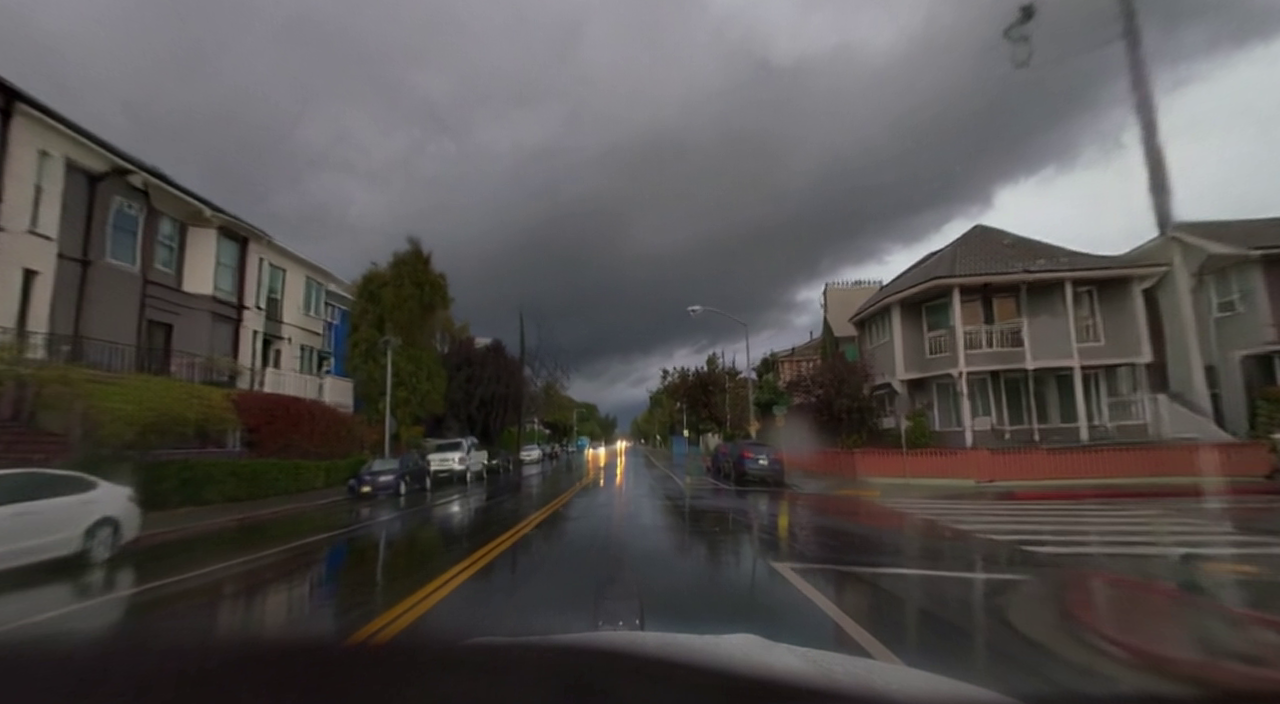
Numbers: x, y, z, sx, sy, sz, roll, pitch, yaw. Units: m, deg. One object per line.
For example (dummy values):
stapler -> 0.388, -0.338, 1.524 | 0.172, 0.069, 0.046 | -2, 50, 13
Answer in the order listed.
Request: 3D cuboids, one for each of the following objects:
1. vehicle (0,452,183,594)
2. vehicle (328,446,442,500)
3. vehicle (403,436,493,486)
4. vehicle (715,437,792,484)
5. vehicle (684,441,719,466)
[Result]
vehicle -> -7.874, 1.968, 7.314 | 1.836, 1.474, 4.565 | -1, -8, -1
vehicle -> -8.040, 3.822, 20.423 | 1.967, 1.517, 4.360 | 0, -8, -2
vehicle -> -7.838, 4.513, 26.400 | 2.283, 1.853, 4.903 | 0, -9, -1
vehicle -> 4.344, 4.225, 24.911 | 2.034, 1.674, 4.271 | 1, -8, -3
vehicle -> 4.093, 6.825, 42.569 | 1.845, 1.556, 3.929 | 0, -8, -1
